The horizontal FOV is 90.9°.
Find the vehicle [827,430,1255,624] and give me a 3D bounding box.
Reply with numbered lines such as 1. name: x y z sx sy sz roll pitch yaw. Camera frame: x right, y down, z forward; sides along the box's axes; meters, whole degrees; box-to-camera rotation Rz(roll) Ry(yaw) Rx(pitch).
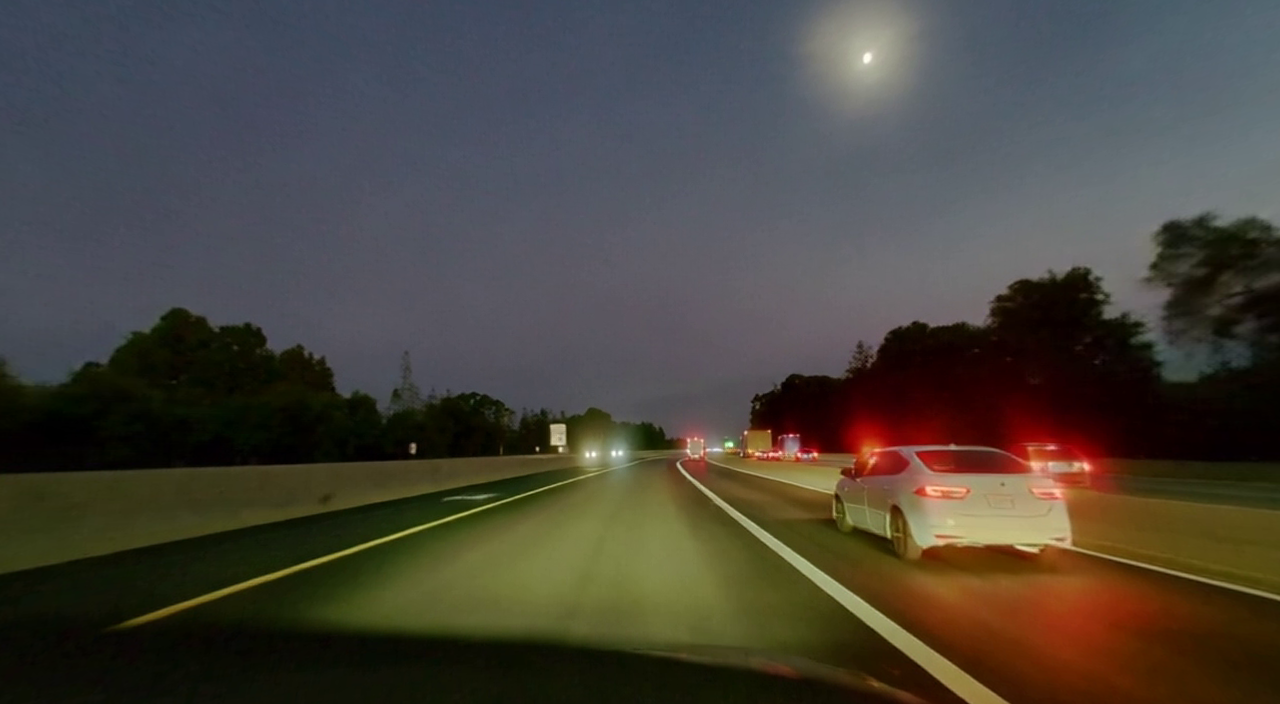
1. vehicle: 3.701 1.665 6.978 1.938 1.456 4.204 0 -9 0
